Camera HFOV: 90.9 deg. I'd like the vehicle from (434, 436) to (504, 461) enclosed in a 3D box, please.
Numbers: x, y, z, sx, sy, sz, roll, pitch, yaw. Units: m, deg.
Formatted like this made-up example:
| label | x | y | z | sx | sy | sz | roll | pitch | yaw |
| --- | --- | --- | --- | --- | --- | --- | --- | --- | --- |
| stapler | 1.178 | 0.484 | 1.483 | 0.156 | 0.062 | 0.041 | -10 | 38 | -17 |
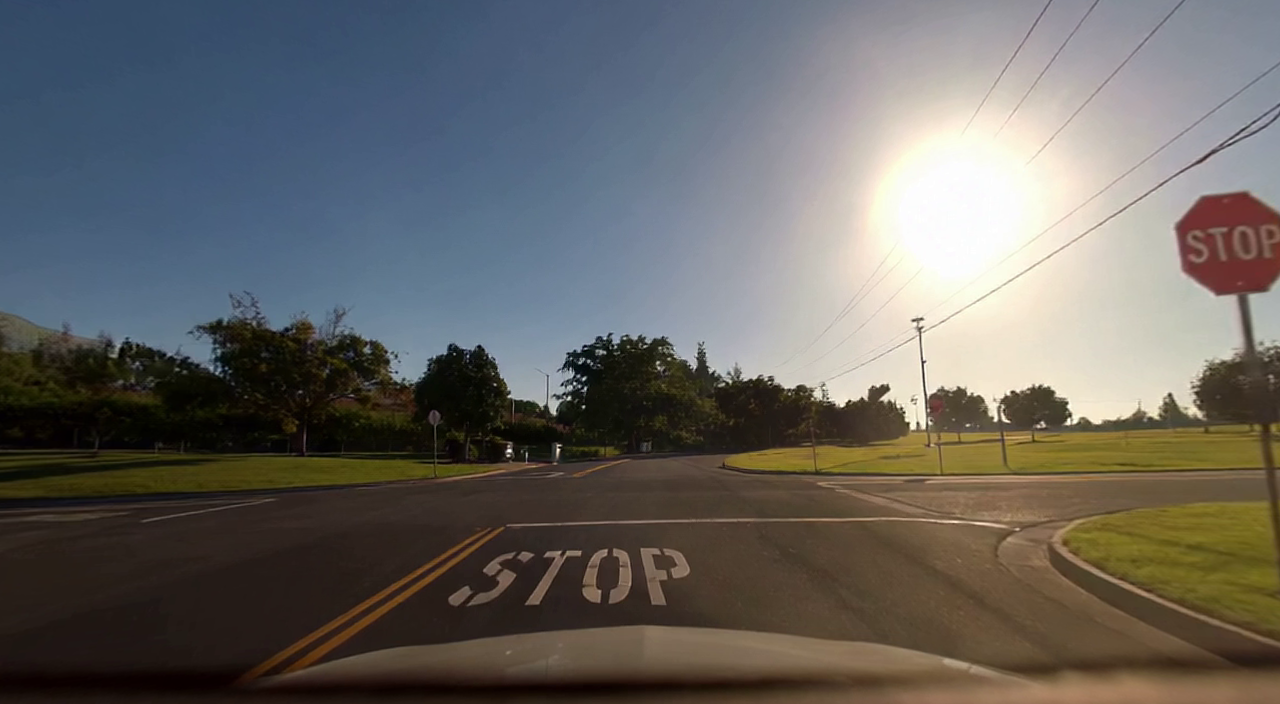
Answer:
| label | x | y | z | sx | sy | sz | roll | pitch | yaw |
| --- | --- | --- | --- | --- | --- | --- | --- | --- | --- |
| vehicle | -12.627 | 7.163 | 46.752 | 4.590 | 1.735 | 1.973 | 0 | -8 | 2 |
